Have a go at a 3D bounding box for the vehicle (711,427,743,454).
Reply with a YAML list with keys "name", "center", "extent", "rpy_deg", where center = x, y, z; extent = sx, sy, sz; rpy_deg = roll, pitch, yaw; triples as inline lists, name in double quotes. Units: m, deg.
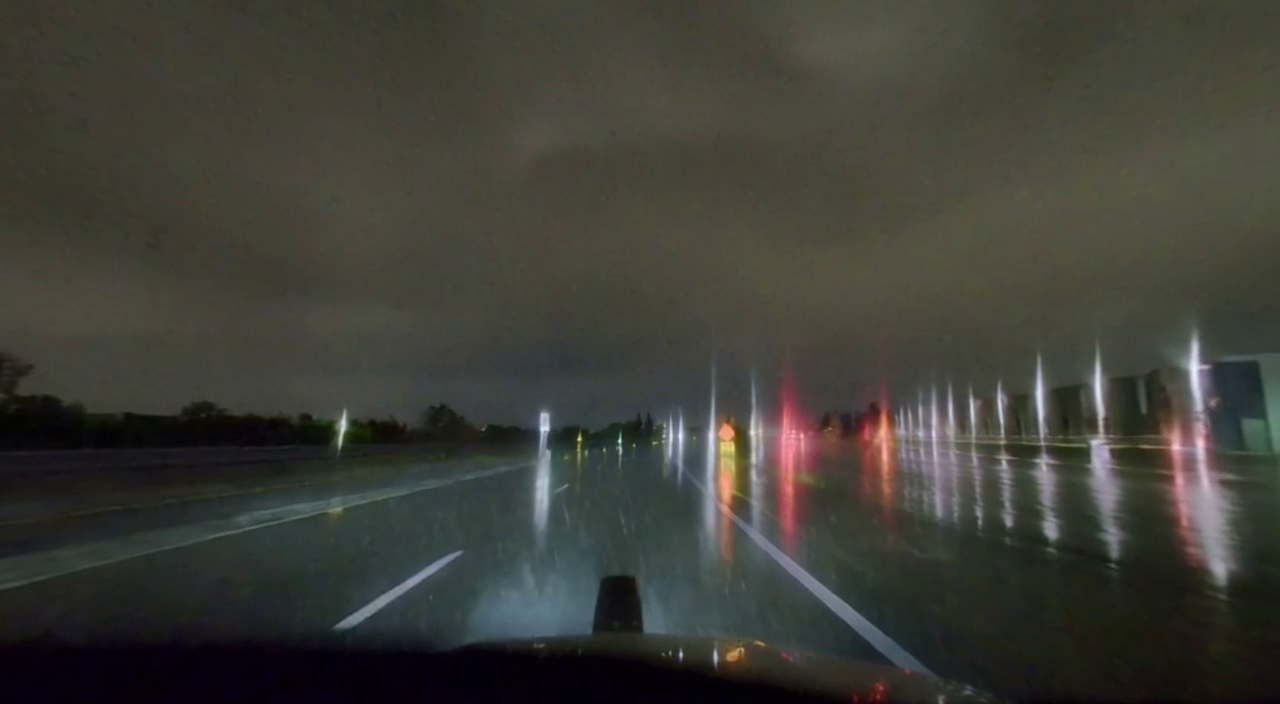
- name: "vehicle"
  center: [6.823, 6.996, 49.816]
  extent: [1.914, 2.013, 4.041]
  rpy_deg: [0, -8, -1]
